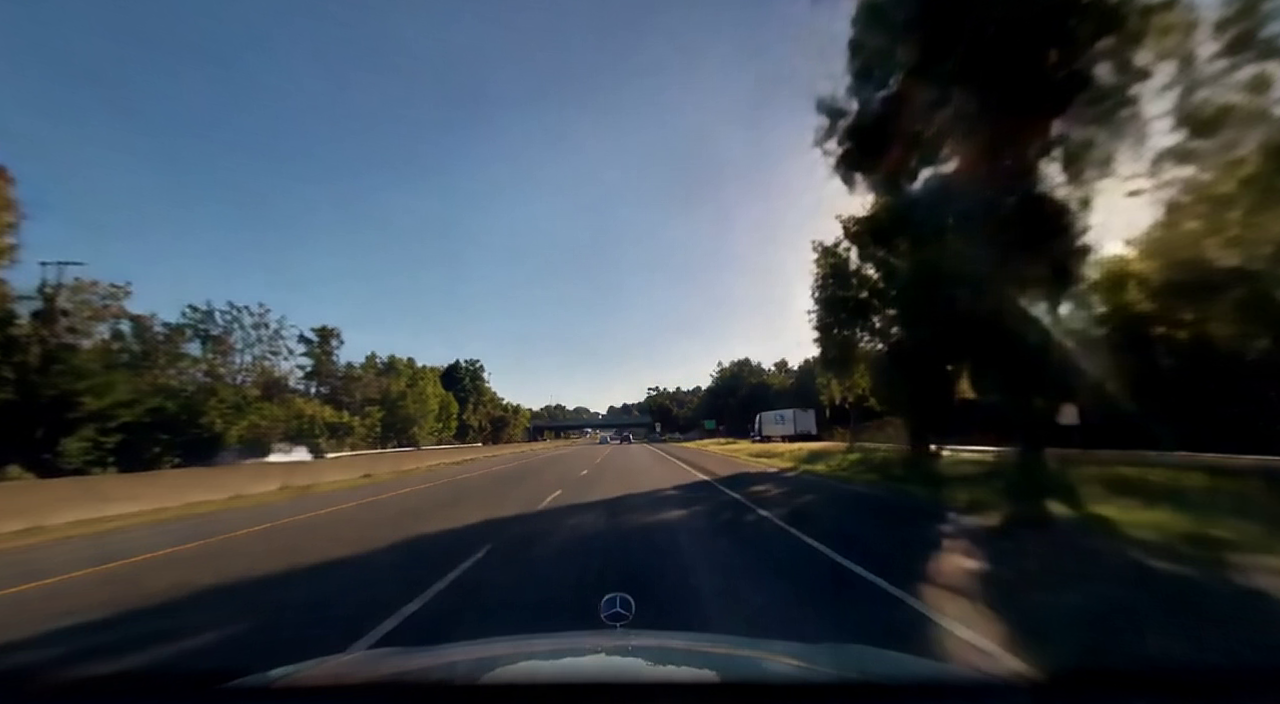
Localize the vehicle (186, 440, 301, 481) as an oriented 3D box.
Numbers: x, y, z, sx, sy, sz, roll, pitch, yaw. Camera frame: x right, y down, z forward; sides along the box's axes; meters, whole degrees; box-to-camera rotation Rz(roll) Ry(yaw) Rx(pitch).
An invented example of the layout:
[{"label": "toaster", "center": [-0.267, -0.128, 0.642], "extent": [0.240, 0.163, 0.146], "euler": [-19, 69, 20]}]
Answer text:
[{"label": "vehicle", "center": [-16.311, 4.454, 26.242], "extent": [1.854, 1.532, 4.583], "euler": [0, -8, 0]}]
